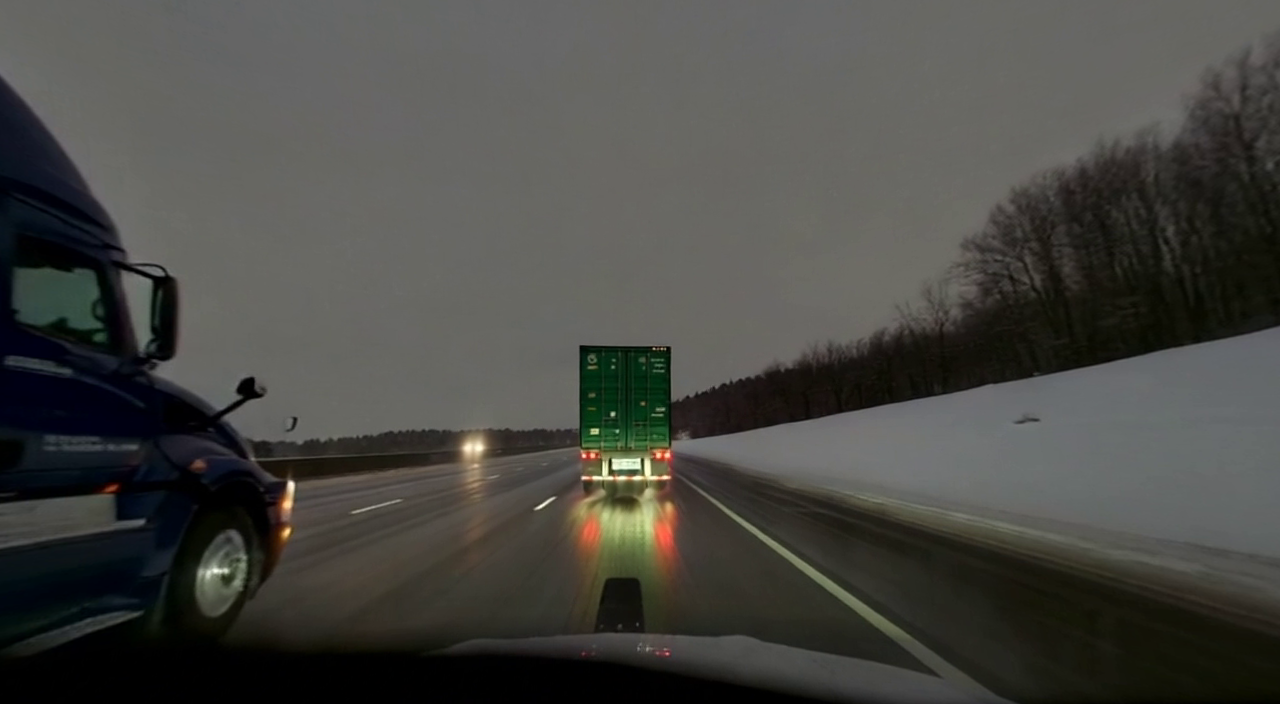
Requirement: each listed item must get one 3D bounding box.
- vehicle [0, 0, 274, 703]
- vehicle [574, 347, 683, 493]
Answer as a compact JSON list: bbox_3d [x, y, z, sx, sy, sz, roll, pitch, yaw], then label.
[{"bbox_3d":[-4.117,-0.250,1.017,3.418,3.652,5.690,0,-9,1],"label":"vehicle"},{"bbox_3d":[-0.311,2.671,22.884,2.942,4.003,11.297,0,-9,0],"label":"vehicle"}]
